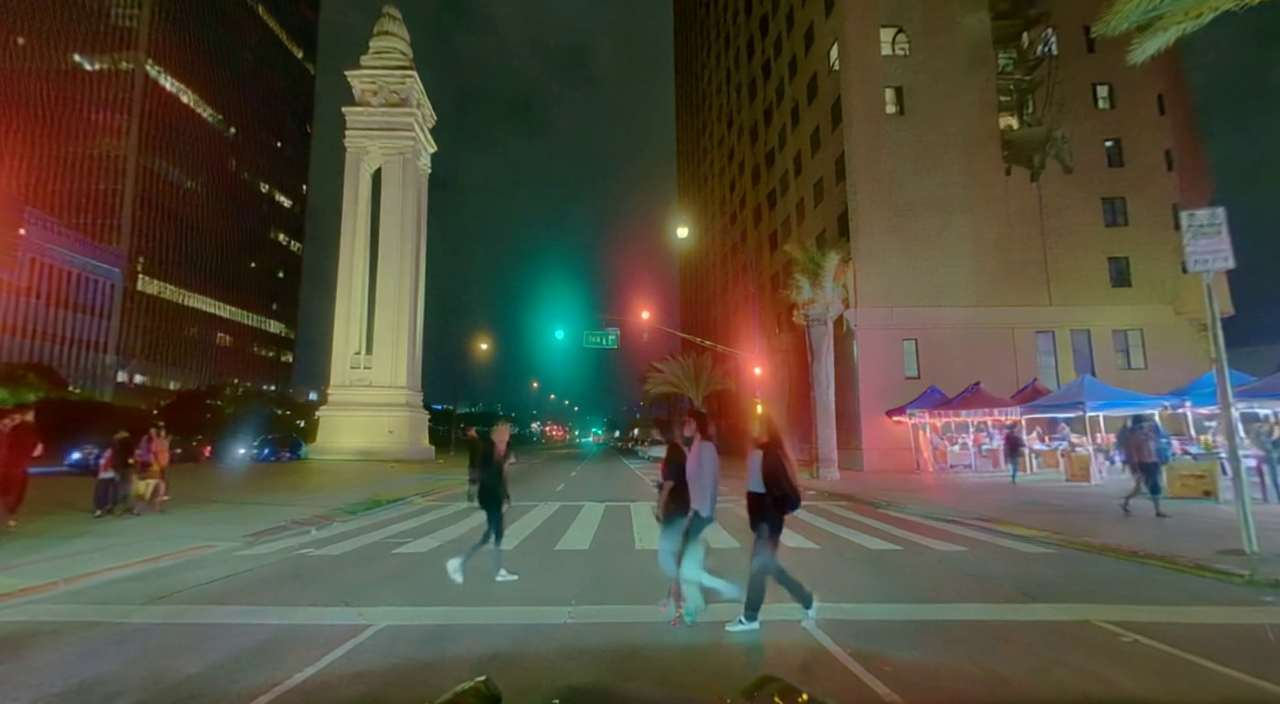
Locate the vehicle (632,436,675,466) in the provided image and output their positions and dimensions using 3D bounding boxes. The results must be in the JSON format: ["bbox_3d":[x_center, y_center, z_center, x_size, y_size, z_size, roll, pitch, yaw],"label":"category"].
[{"bbox_3d":[0.904,7.276,46.556,2.322,2.071,5.366,1,-9,-9],"label":"vehicle"}]
